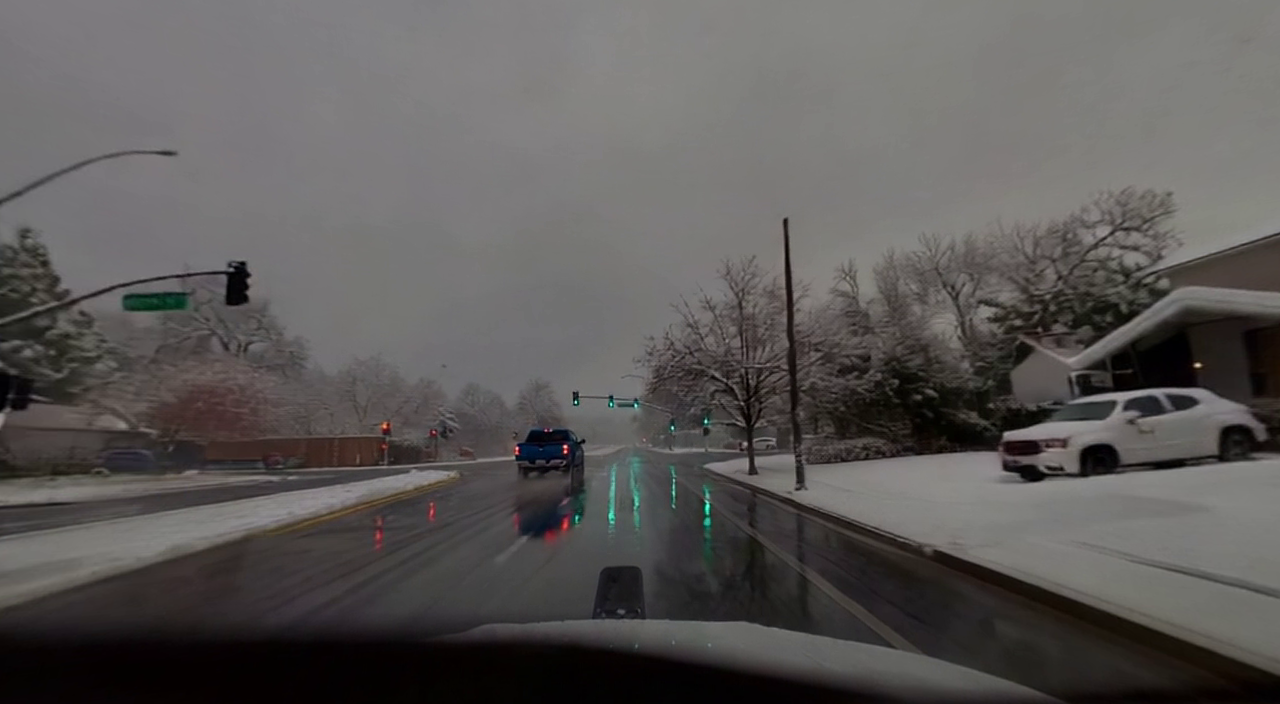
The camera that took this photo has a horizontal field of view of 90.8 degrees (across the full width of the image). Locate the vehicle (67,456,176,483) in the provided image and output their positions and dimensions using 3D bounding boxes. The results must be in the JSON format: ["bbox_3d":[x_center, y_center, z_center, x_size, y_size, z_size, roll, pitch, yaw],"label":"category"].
[{"bbox_3d":[-30.268,6.846,37.005,4.506,1.453,2.108,0,-9,0],"label":"vehicle"}]

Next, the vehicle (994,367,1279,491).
[{"bbox_3d":[10.068,1.468,12.384,4.882,1.839,2.243,-4,-8,-9],"label":"vehicle"}]

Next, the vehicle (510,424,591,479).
[{"bbox_3d":[-3.508,4.103,26.168,2.508,2.001,5.880,0,-9,0],"label":"vehicle"}]
